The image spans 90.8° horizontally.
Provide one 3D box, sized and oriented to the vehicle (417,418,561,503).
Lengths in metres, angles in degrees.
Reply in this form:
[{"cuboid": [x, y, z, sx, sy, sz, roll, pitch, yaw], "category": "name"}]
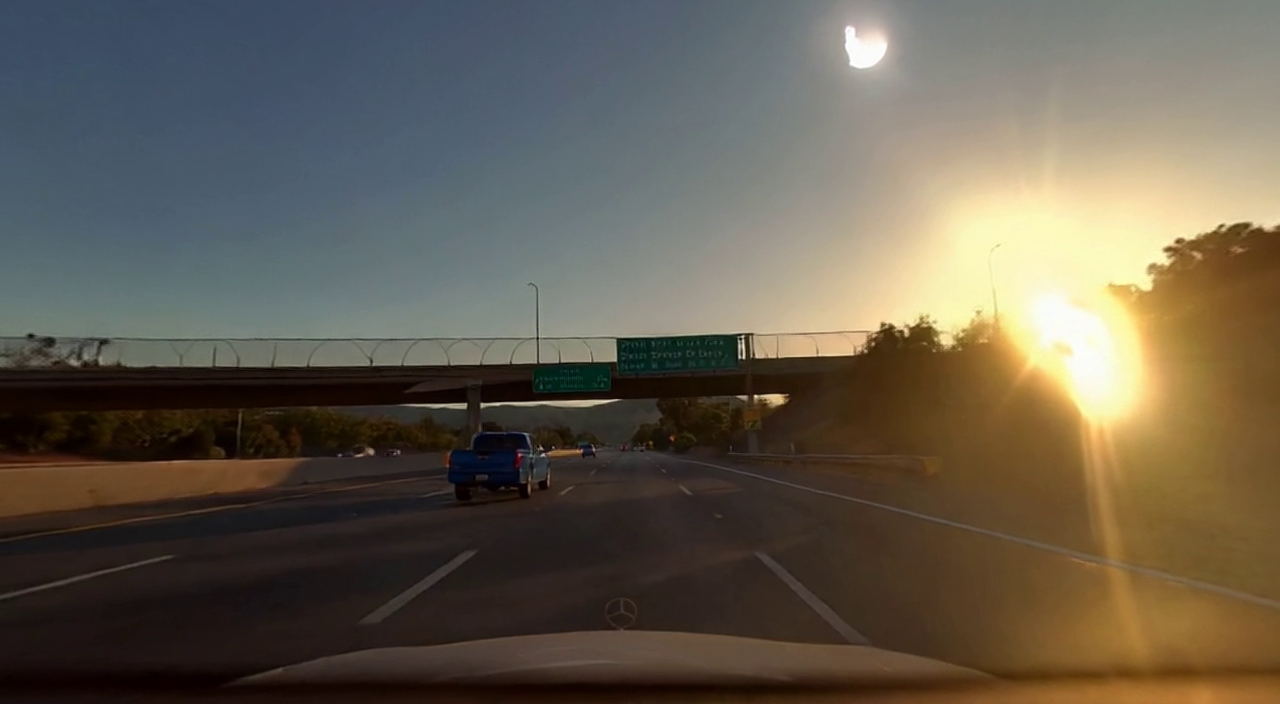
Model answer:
[{"cuboid": [-3.978, 3.027, 18.060, 2.529, 2.003, 5.904, 0, -9, 1], "category": "vehicle"}]
